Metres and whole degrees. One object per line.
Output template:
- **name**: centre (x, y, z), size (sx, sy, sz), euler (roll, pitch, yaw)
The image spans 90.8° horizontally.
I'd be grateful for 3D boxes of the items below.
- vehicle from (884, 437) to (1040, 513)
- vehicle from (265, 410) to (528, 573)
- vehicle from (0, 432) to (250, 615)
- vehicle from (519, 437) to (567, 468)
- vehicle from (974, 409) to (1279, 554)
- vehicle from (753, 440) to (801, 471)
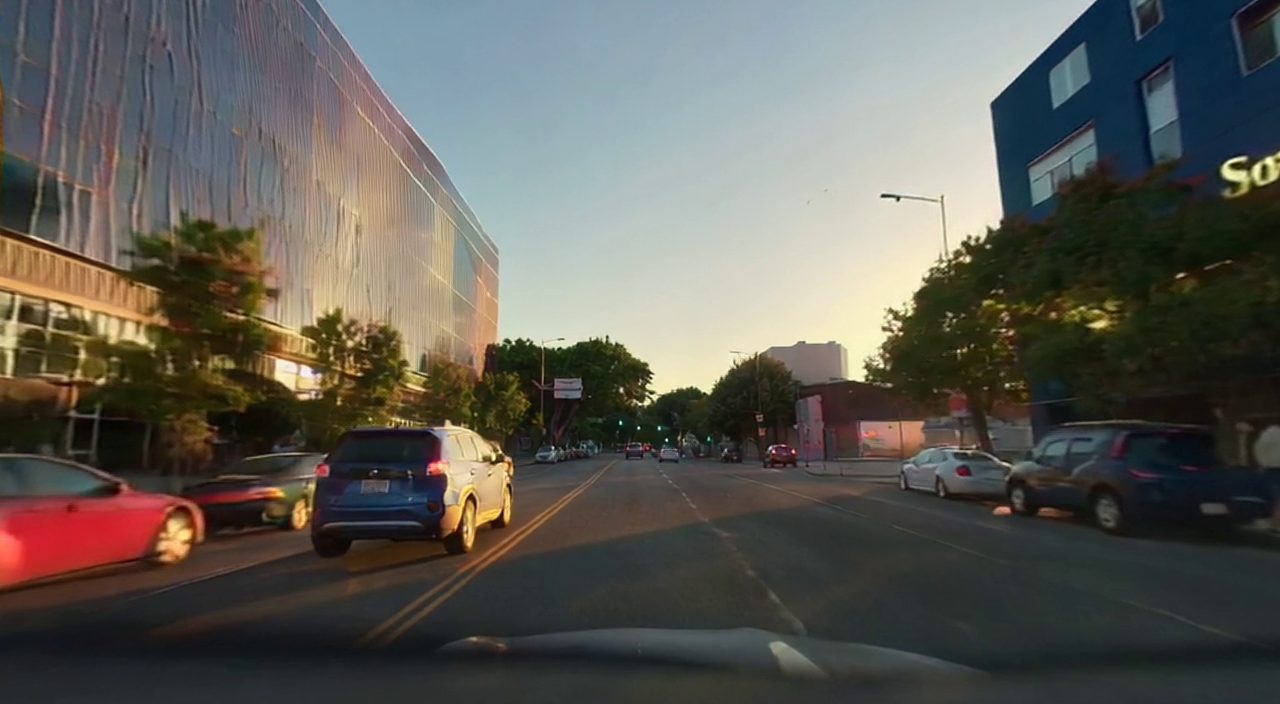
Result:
- **vehicle**: centre (8.981, 3.404, 18.142), size (2.005, 1.726, 4.658), euler (5, -8, -1)
- **vehicle**: centre (-3.049, 1.843, 9.143), size (2.002, 1.756, 4.366), euler (-1, -8, 1)
- **vehicle**: centre (-6.815, 1.725, 6.874), size (2.071, 1.631, 4.936), euler (0, -8, -1)
- **vehicle**: centre (-6.771, 7.100, 44.819), size (2.290, 2.012, 5.654), euler (-1, -8, 2)
- **vehicle**: centre (9.207, 2.322, 12.246), size (2.249, 2.117, 5.743), euler (0, -8, 0)
- **vehicle**: centre (9.260, 7.025, 43.128), size (2.129, 1.929, 5.537), euler (-1, -8, 1)
